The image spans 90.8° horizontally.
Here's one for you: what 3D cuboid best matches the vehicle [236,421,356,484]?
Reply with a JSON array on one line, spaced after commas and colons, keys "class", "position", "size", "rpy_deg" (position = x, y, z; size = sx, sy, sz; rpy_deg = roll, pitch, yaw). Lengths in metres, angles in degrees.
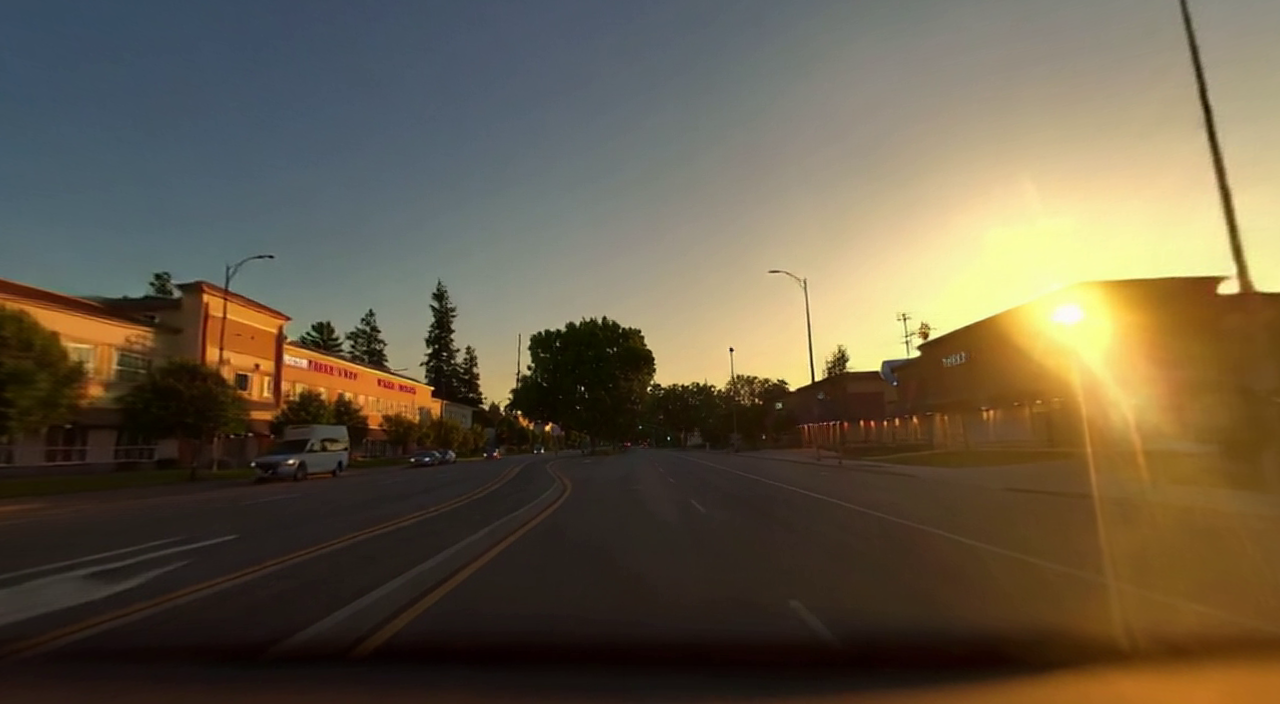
[{"class": "vehicle", "position": [-19.388, 5.697, 36.168], "size": [2.834, 3.225, 6.752], "rpy_deg": [-1, -9, 2]}]
